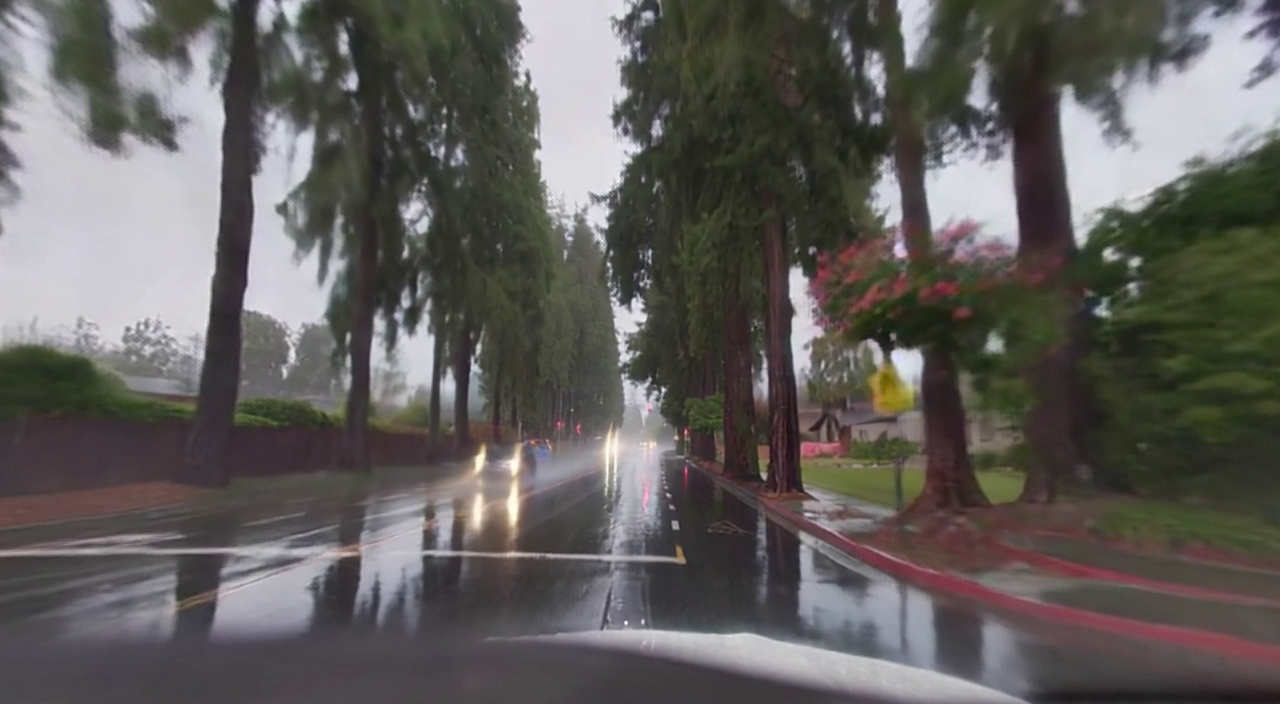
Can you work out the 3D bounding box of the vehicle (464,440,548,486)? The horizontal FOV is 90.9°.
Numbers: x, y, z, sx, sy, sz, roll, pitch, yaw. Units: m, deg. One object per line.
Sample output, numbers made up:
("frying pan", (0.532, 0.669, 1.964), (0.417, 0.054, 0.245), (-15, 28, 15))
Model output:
("vehicle", (-4.827, 4.056, 23.409), (1.927, 1.521, 4.571), (0, -8, 2))
